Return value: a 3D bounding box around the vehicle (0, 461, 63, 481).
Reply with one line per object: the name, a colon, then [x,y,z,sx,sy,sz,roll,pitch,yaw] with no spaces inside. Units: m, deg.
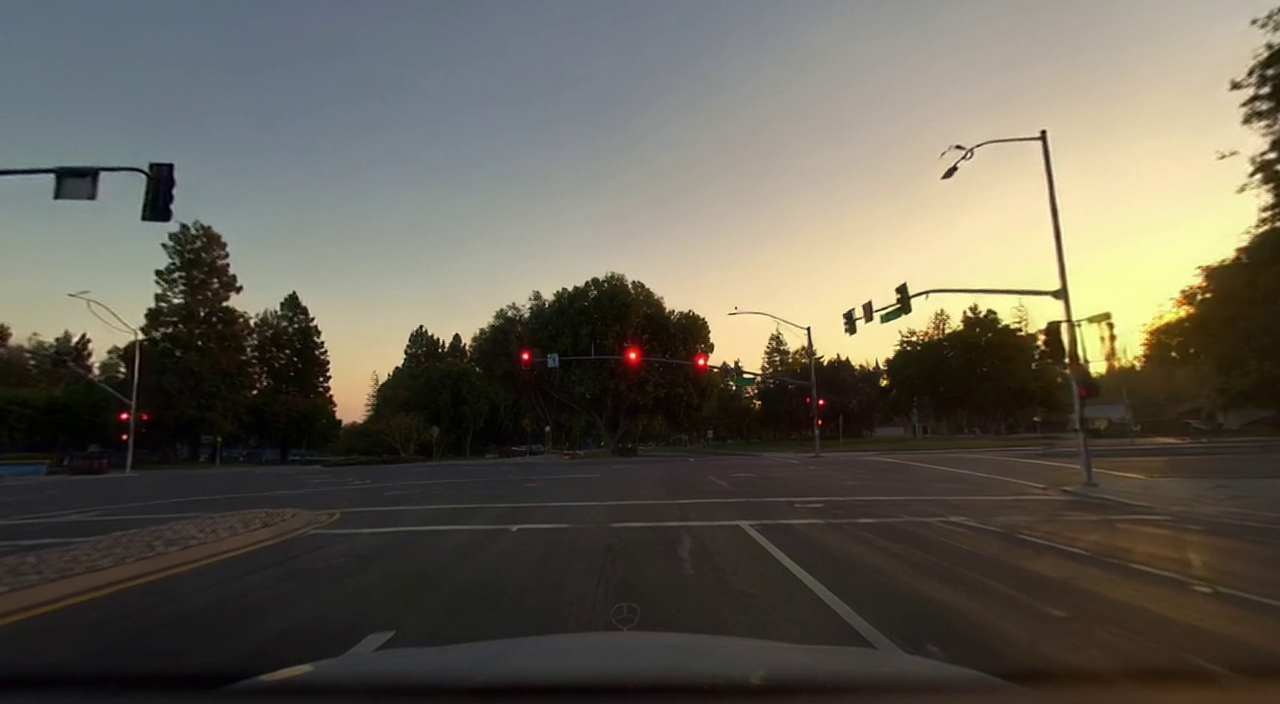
vehicle: [-47.570,9.221,48.936,1.619,1.394,3.818,-5,-10,28]
